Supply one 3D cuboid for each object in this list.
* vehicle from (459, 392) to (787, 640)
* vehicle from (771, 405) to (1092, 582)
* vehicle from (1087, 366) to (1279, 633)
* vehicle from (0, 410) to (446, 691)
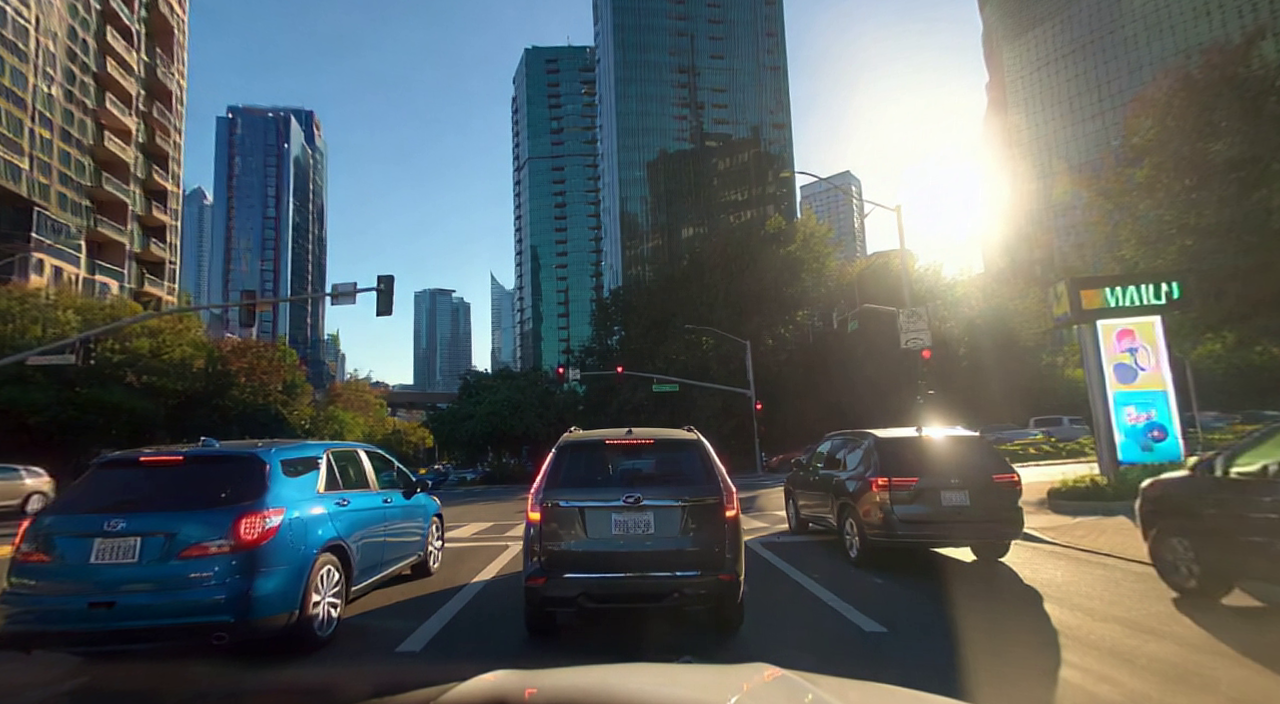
[{"bbox_3d":[-0.127,1.417,6.444,2.195,1.662,4.262,0,-8,0],"label":"vehicle"},{"bbox_3d":[3.217,1.666,8.260,2.004,1.646,4.554,0,-8,0],"label":"vehicle"},{"bbox_3d":[5.353,0.983,4.116,2.081,1.790,4.839,-2,-9,12],"label":"vehicle"},{"bbox_3d":[-3.548,1.426,5.818,1.906,1.524,4.547,0,-8,2],"label":"vehicle"}]
